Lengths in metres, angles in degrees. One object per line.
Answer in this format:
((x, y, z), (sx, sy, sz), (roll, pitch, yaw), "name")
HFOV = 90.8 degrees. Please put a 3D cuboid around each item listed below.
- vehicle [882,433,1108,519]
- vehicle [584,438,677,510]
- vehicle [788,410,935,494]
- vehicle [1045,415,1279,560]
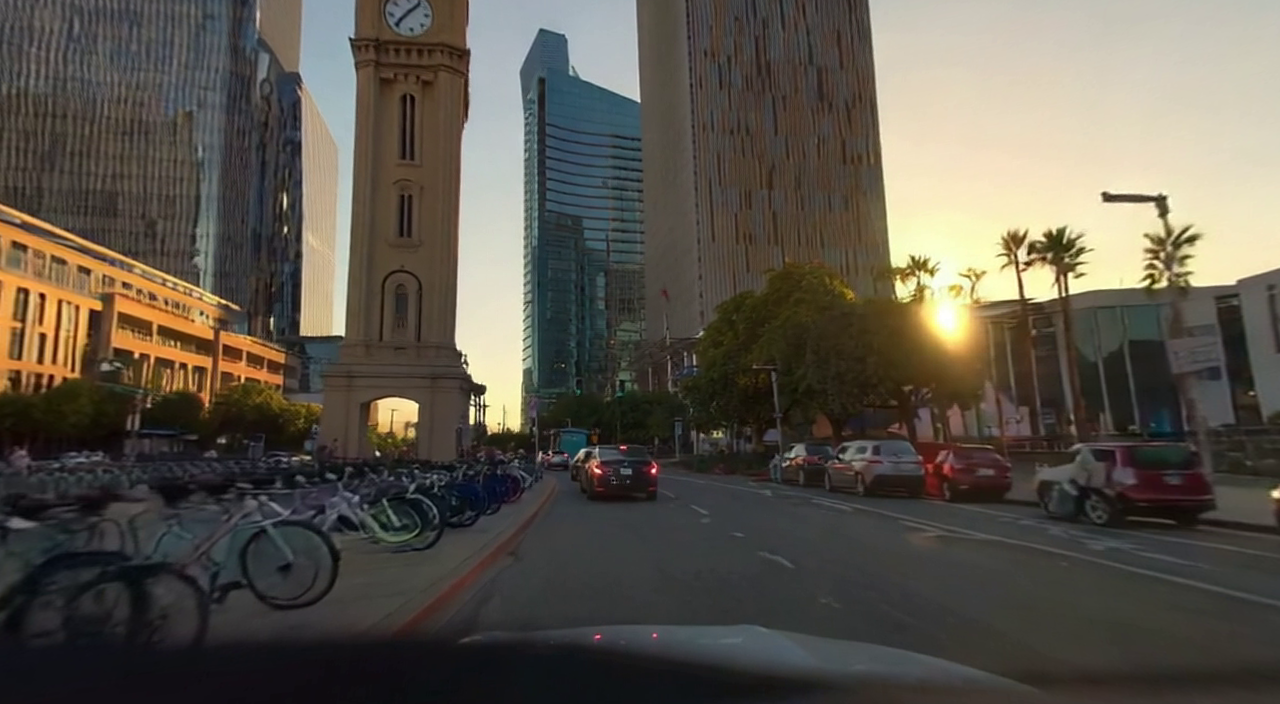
((7.877, 2.782, 14.786), (1.945, 1.623, 5.013), (1, -9, -6), "vehicle")
((-0.383, 3.057, 16.302), (2.111, 1.605, 3.832), (1, -9, -5), "vehicle")
((7.185, 3.368, 21.418), (2.377, 2.429, 5.532), (1, -9, -7), "vehicle")
((8.345, 1.864, 9.190), (1.860, 1.684, 4.211), (0, -9, -4), "vehicle")
